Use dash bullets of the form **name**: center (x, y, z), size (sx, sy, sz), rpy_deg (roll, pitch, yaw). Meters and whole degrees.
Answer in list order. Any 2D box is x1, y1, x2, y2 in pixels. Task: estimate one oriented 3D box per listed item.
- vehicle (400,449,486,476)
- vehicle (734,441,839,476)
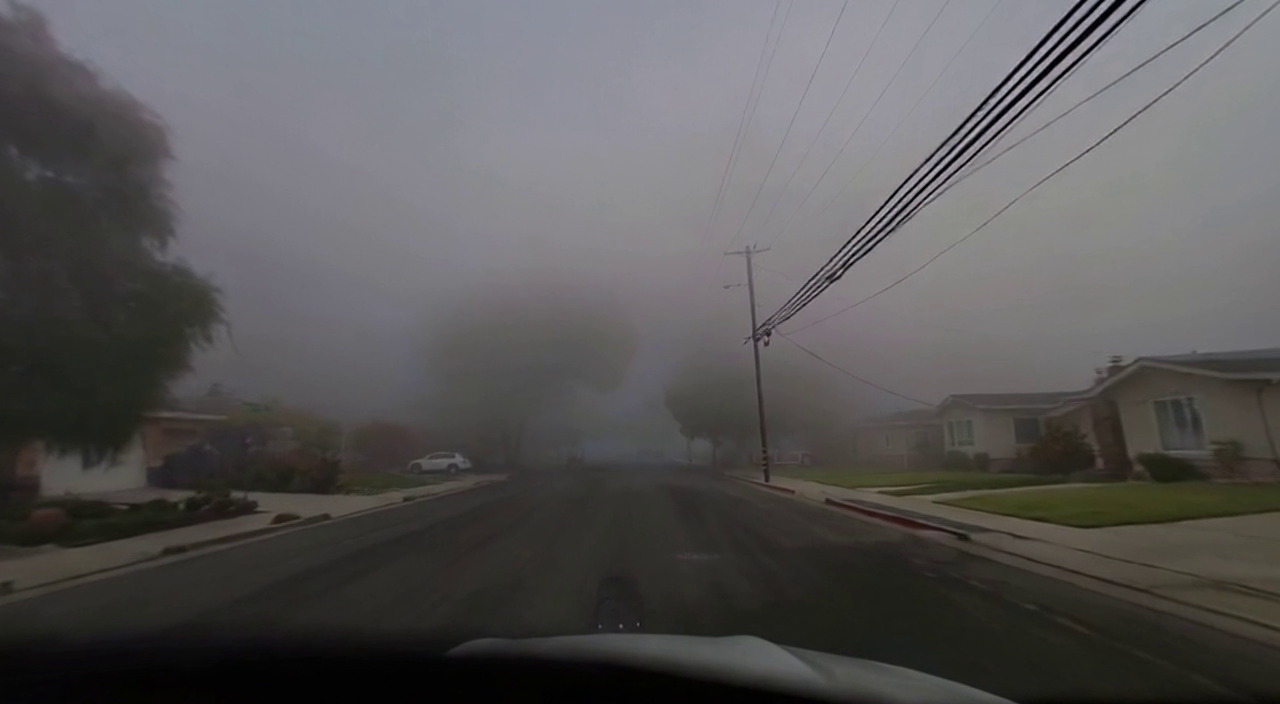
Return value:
- **vehicle**: center (-11.284, 6.369, 36.429), size (4.371, 1.482, 1.954), rpy_deg (0, -9, -3)
- **vehicle**: center (9.061, 6.643, 39.582), size (5.890, 1.896, 2.459), rpy_deg (-2, -9, -2)
